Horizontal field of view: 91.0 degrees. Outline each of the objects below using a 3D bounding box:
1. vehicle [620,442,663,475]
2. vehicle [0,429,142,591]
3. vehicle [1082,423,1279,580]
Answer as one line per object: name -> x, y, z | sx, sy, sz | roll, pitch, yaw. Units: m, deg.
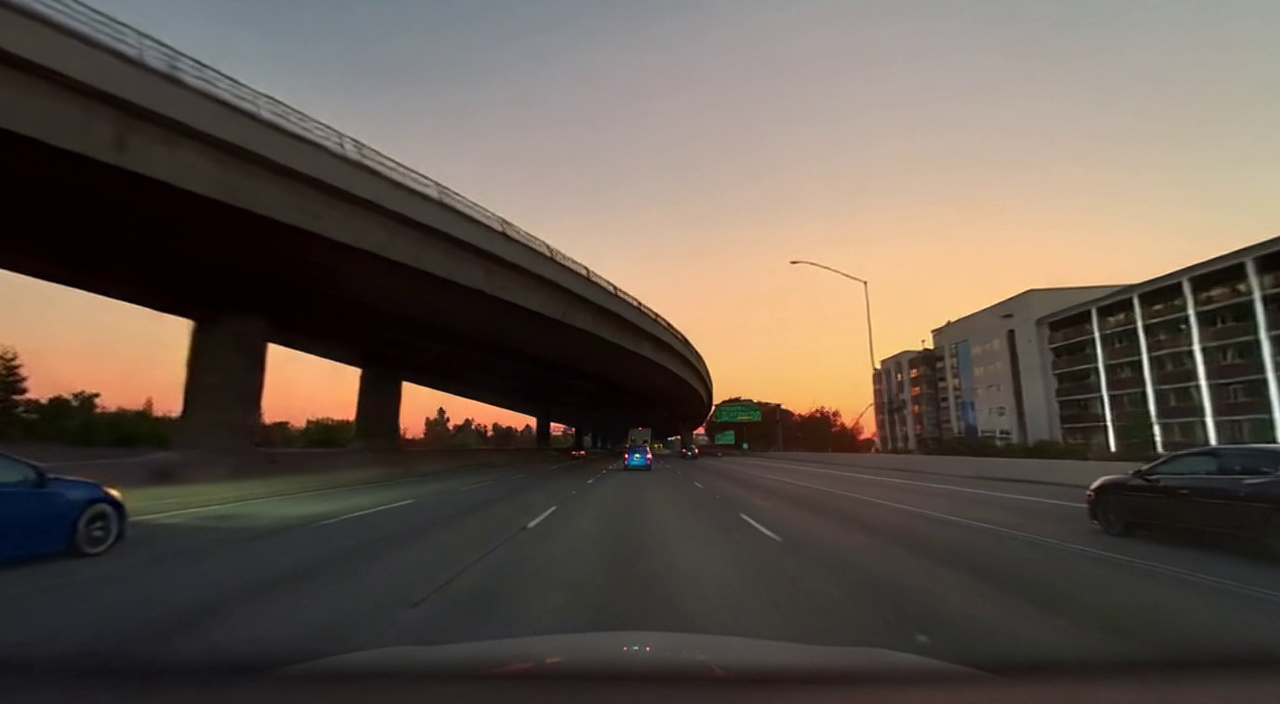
vehicle -> 0.084, 5.261, 31.438 | 2.036, 1.542, 3.891 | 0, -8, 0
vehicle -> -6.873, 1.372, 5.223 | 1.978, 1.477, 4.239 | 0, -8, 0
vehicle -> 7.133, 1.478, 6.310 | 1.937, 1.498, 4.710 | 0, -8, -1
